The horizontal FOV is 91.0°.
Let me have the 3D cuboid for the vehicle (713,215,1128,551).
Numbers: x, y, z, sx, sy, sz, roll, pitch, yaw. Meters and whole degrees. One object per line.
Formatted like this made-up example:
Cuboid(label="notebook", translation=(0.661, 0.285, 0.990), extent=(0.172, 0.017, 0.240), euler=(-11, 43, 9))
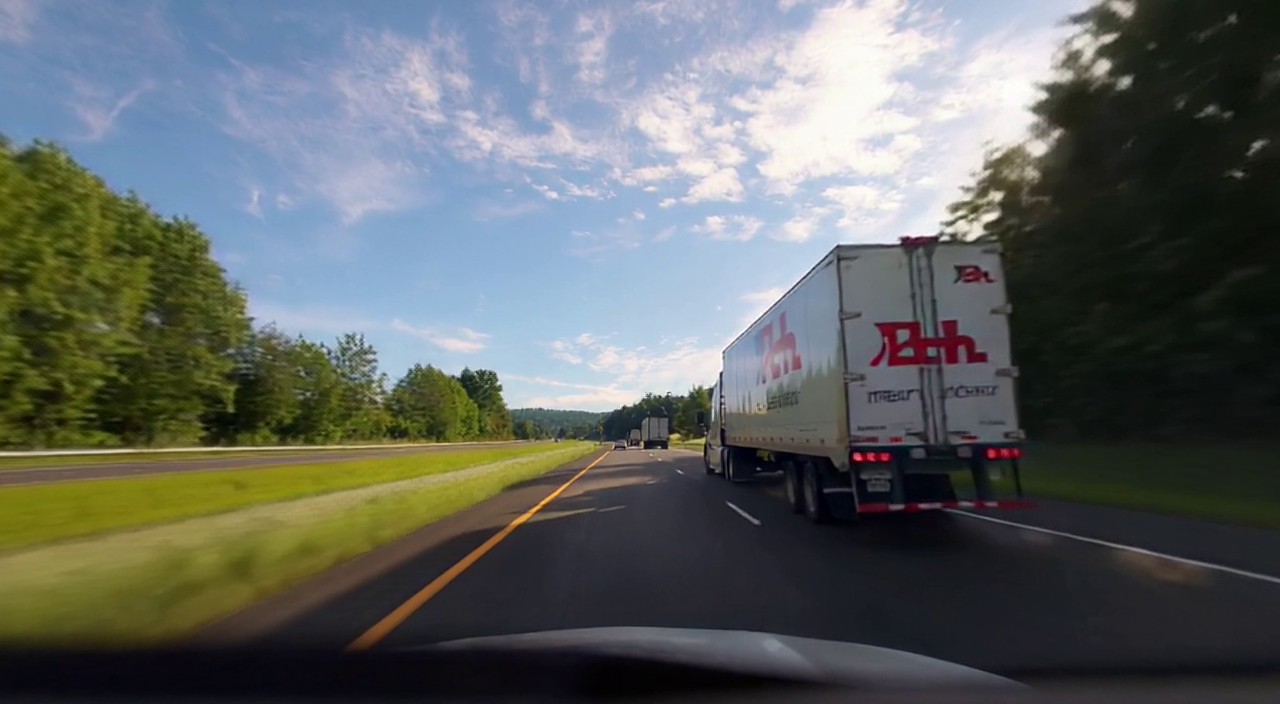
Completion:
Cuboid(label="vehicle", translation=(4.124, 1.291, 14.650), extent=(2.871, 4.072, 14.183), euler=(0, -8, -1))
